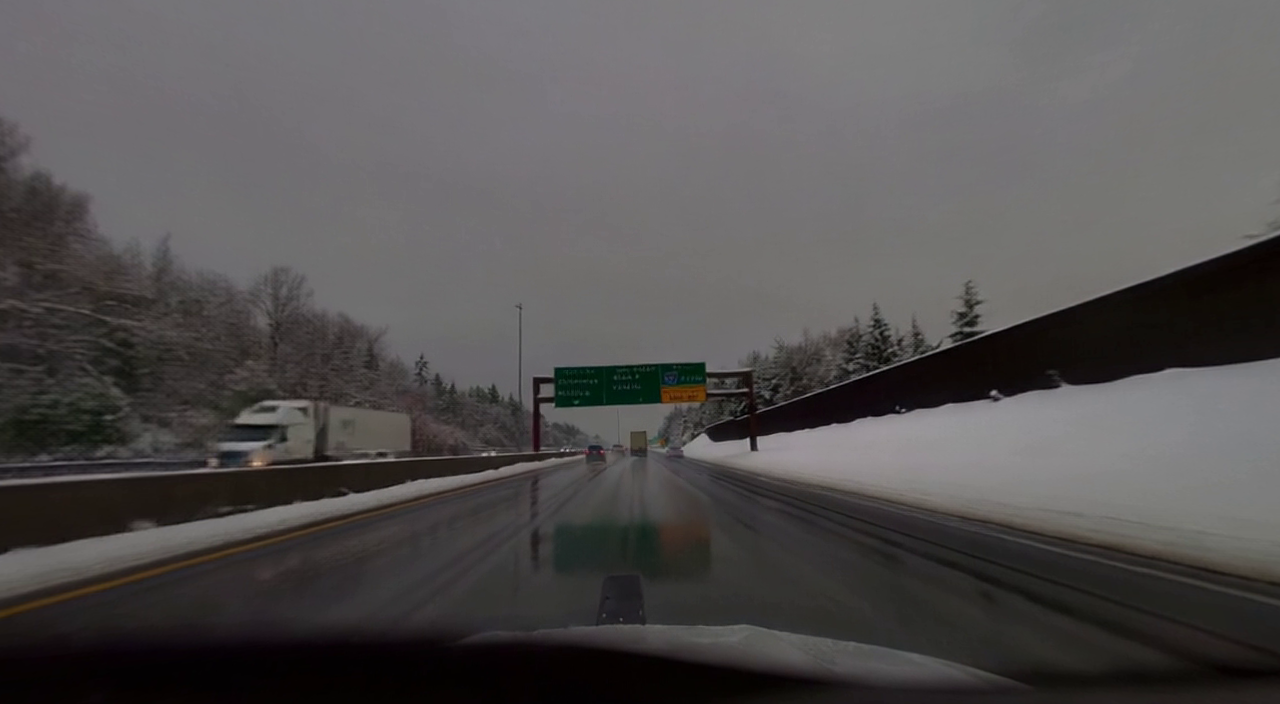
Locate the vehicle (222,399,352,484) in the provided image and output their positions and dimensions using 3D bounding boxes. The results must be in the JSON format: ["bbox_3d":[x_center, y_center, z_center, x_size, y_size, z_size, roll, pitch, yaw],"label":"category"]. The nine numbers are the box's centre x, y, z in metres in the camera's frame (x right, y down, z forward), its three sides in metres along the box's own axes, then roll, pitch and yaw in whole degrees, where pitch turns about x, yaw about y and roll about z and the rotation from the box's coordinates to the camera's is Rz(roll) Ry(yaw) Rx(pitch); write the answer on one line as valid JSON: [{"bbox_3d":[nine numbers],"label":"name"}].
[{"bbox_3d":[-17.706,4.569,32.209,3.050,3.906,5.884,0,-9,0],"label":"vehicle"}]

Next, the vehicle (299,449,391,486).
[{"bbox_3d":[-12.562,4.933,27.201,1.908,1.433,4.264,0,-9,-1],"label":"vehicle"}]
